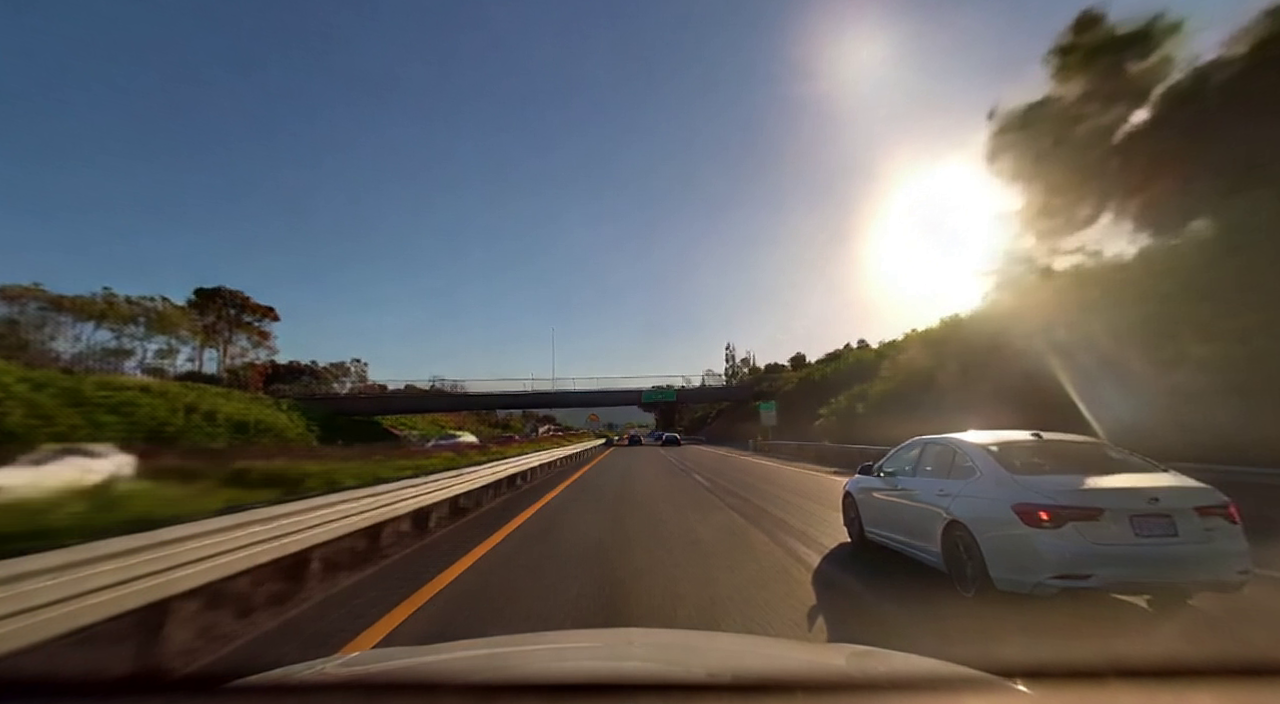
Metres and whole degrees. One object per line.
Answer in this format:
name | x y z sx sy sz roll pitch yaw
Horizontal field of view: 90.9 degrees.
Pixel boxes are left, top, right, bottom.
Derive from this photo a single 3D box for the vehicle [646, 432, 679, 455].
vehicle | 1.509 6.233 43.087 1.981 1.490 3.449 0 -8 -3
